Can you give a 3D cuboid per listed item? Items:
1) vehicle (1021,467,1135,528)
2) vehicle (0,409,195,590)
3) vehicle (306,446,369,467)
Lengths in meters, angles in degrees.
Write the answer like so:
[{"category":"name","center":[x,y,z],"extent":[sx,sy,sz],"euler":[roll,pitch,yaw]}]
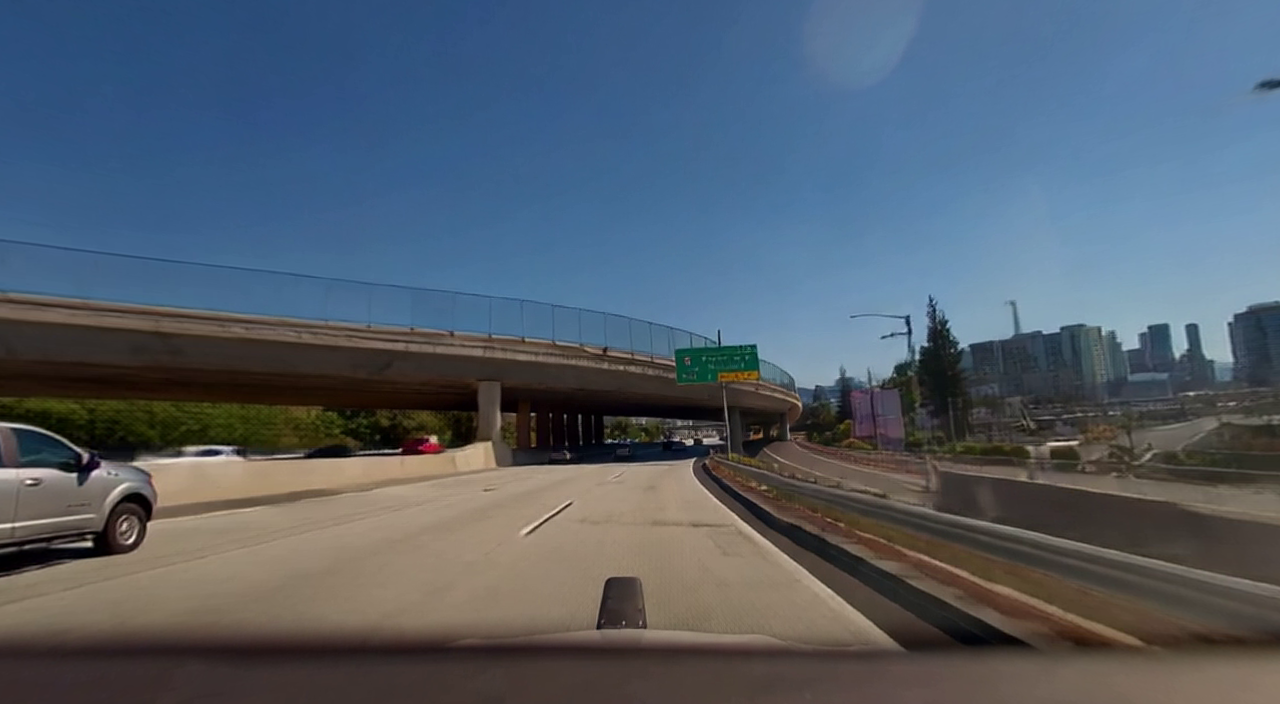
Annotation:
[{"category":"vehicle","center":[28.183,9.304,41.048],"extent":[2.749,3.380,6.690],"euler":[-1,-8,3]},{"category":"vehicle","center":[-6.810,1.350,5.762],"extent":[1.923,1.630,4.857],"euler":[0,-8,0]},{"category":"vehicle","center":[-21.574,7.456,45.199],"extent":[1.887,1.462,4.739],"euler":[-1,-8,5]}]
